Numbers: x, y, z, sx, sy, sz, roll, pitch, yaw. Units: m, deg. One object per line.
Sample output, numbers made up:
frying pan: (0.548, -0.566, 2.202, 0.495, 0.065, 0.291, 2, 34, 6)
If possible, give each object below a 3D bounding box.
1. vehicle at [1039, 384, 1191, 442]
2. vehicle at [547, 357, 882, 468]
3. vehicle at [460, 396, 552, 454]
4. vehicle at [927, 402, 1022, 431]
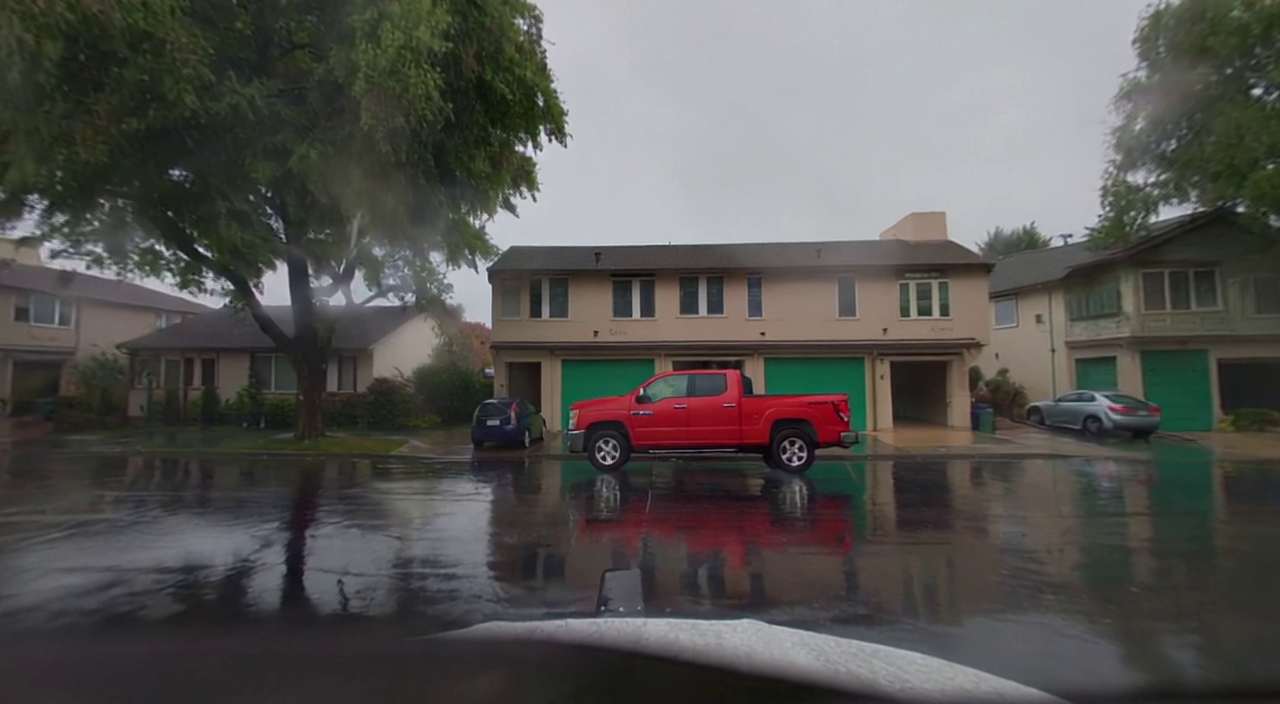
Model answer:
vehicle: (16.393, 2.146, 21.948, 3.770, 1.496, 1.951, 6, -9, 3)
vehicle: (1.265, 1.176, 11.778, 5.600, 1.835, 2.161, -1, -8, 2)
vehicle: (-4.187, 2.271, 20.339, 1.869, 1.460, 3.826, -3, -2, 4)
vehicle: (17.258, 3.346, 32.693, 3.897, 1.416, 1.703, -1, -8, 3)
